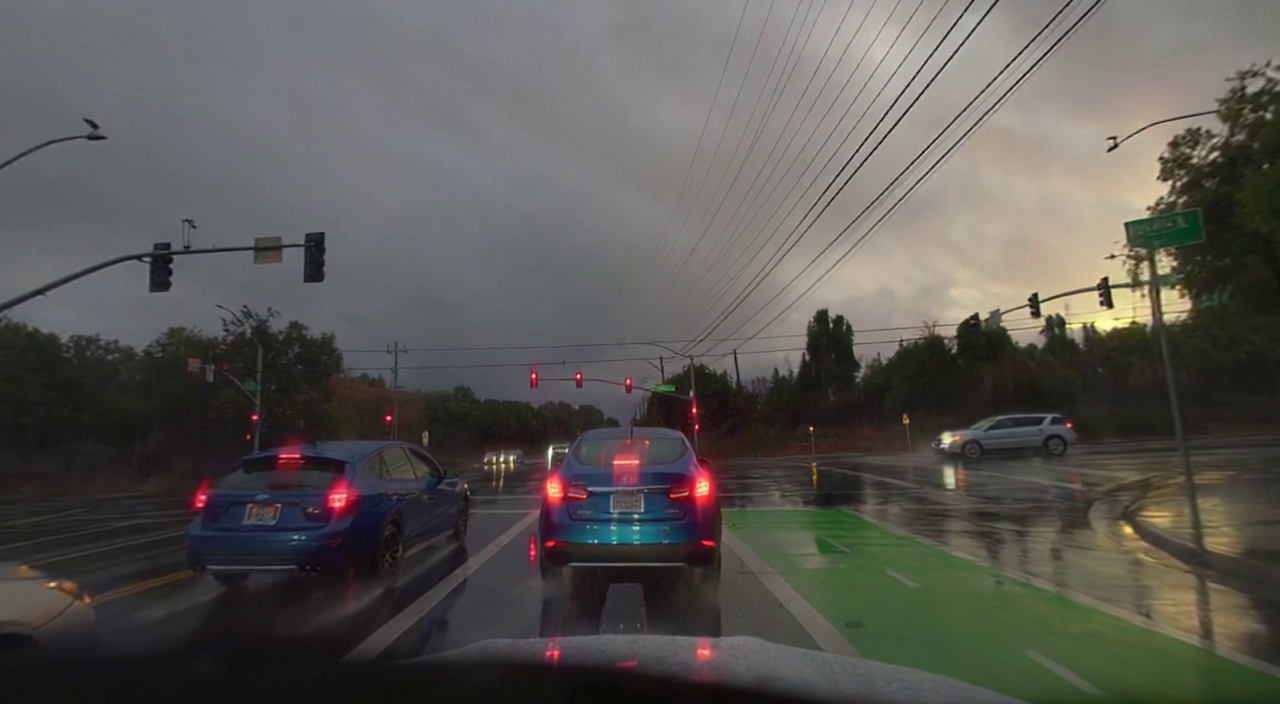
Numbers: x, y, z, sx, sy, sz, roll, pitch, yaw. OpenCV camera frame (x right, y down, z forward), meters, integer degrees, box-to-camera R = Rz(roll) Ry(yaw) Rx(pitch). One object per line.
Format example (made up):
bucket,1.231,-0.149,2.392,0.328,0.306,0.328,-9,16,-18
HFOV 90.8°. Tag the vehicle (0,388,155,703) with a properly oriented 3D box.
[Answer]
vehicle,-3.469,0.620,0.403,2.138,1.488,5.327,0,-8,0

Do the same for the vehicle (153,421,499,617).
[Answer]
vehicle,-2.902,1.622,6.932,1.726,1.506,3.840,0,-9,1

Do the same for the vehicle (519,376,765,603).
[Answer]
vehicle,-0.020,1.566,7.936,2.036,1.885,5.196,0,-9,-1
